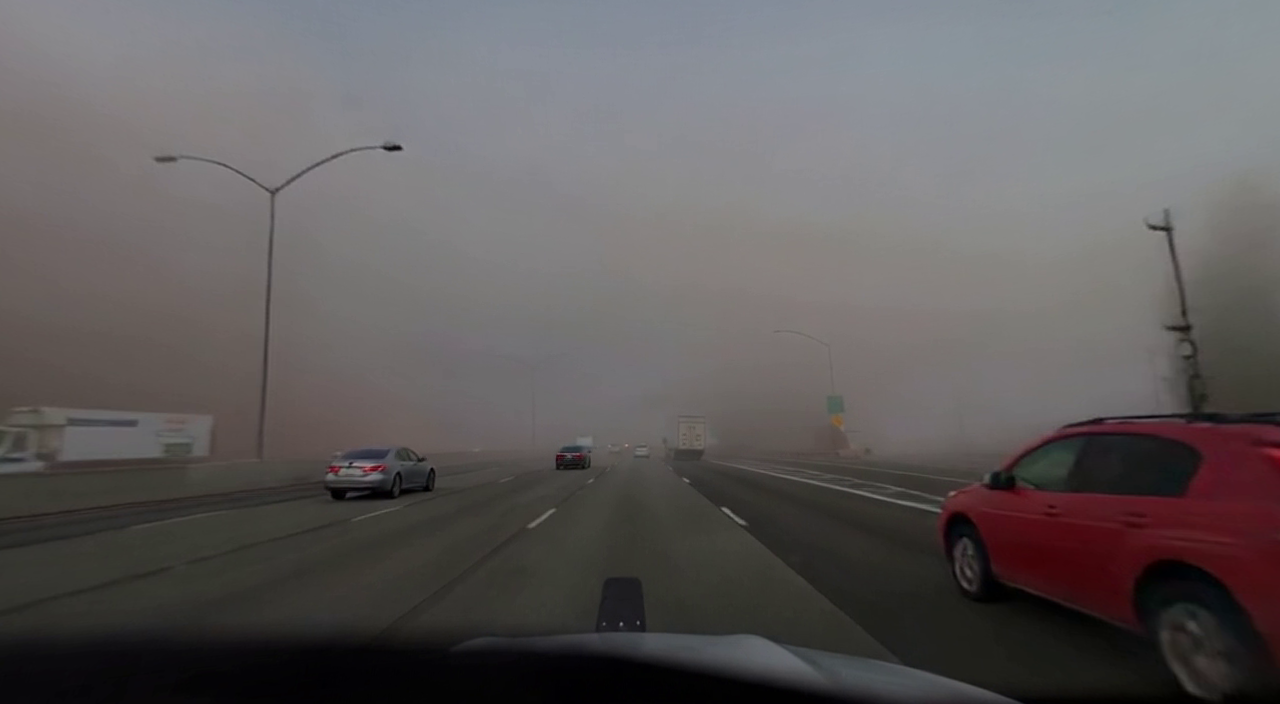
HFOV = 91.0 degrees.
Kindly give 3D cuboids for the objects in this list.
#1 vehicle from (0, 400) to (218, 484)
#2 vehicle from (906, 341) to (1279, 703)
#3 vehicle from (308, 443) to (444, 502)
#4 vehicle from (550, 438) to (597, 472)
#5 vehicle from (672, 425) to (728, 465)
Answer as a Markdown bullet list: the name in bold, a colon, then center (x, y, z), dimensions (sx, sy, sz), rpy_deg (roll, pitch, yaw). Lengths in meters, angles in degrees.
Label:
- **vehicle**: center (-31.969, 5.388, 37.089), dimensions (2.901, 3.928, 16.262), rpy_deg (0, -9, 0)
- **vehicle**: center (3.760, 1.017, 4.062), dimensions (2.124, 1.674, 4.494), rpy_deg (0, -9, 0)
- **vehicle**: center (-7.481, 3.429, 18.409), dimensions (2.050, 1.487, 4.372), rpy_deg (0, -9, 1)
- **vehicle**: center (-3.467, 5.470, 33.558), dimensions (2.017, 1.683, 4.094), rpy_deg (0, -9, 0)
- **vehicle**: center (4.280, 7.229, 48.741), dimensions (2.891, 2.596, 15.534), rpy_deg (0, -9, 0)
